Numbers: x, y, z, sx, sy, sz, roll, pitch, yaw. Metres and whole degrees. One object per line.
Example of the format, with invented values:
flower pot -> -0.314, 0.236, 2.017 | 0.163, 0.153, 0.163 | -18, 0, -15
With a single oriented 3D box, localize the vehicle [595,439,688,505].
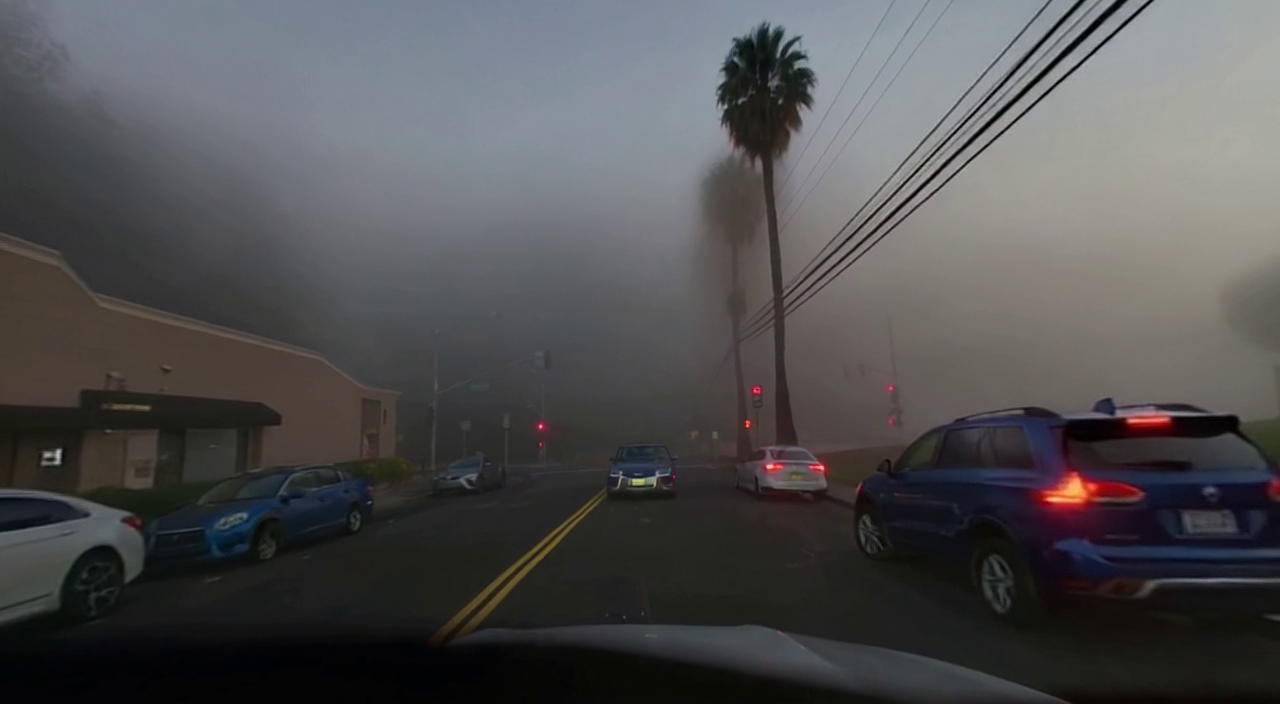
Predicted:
vehicle -> 0.023, 2.968, 16.075 | 2.060, 1.452, 4.078 | 0, -9, 0

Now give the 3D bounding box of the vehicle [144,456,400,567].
vehicle -> -6.139, 2.659, 11.318 | 1.850, 1.482, 4.454 | 0, -8, 1

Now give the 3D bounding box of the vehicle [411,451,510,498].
vehicle -> -6.301, 4.325, 22.767 | 2.105, 1.469, 4.693 | 0, -9, 1

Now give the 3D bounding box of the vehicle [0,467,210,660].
vehicle -> -6.148, 1.768, 5.145 | 1.874, 1.472, 4.668 | 0, -8, 2

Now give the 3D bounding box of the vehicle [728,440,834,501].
vehicle -> 3.644, 3.140, 17.191 | 1.821, 1.417, 4.454 | 0, -9, 0

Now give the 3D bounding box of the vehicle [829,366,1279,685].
vehicle -> 3.671, 1.349, 6.198 | 2.099, 1.786, 5.198 | 0, -9, 1
